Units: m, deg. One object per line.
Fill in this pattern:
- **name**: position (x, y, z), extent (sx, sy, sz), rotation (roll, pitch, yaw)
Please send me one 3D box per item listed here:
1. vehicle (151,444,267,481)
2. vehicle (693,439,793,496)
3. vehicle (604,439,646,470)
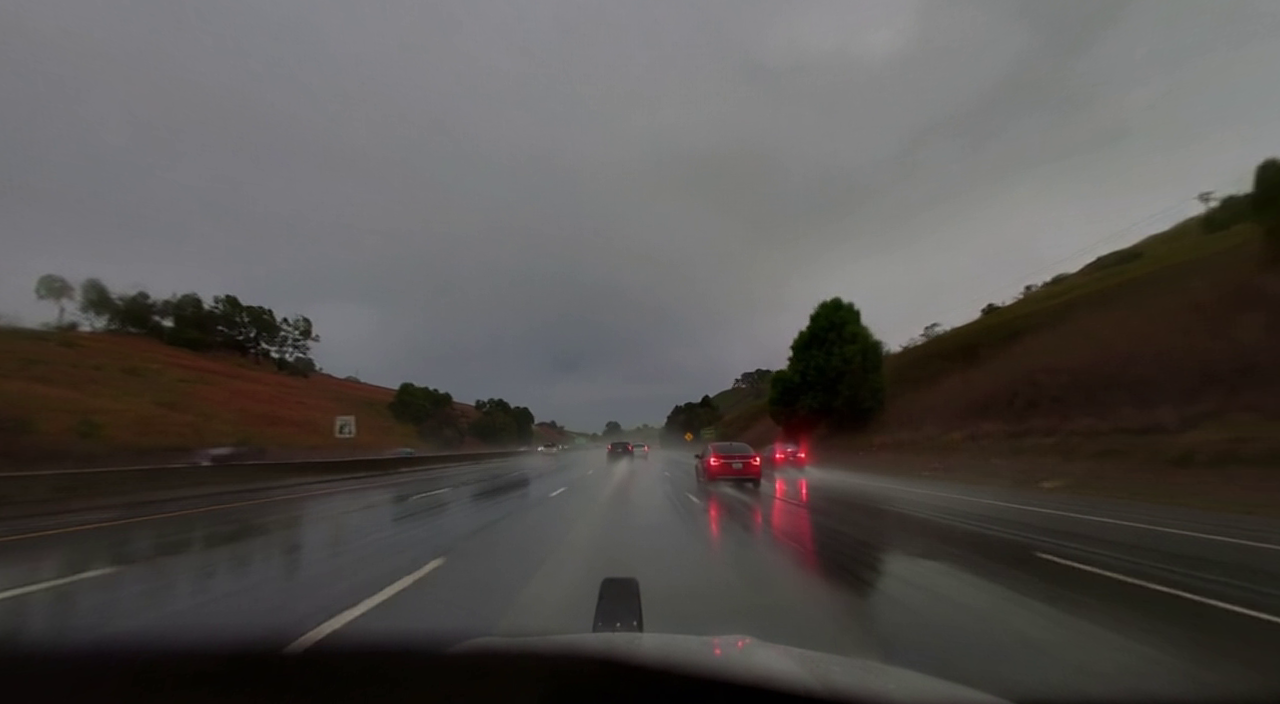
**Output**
- **vehicle**: position (-22.626, 5.786, 33.536), extent (2.492, 1.756, 5.166), rotation (0, -8, 0)
- **vehicle**: position (2.959, 3.442, 19.307), extent (2.120, 1.492, 4.734), rotation (0, -8, -2)
- **vehicle**: position (-0.831, 5.944, 36.651), extent (2.277, 1.675, 4.023), rotation (0, -8, 0)
